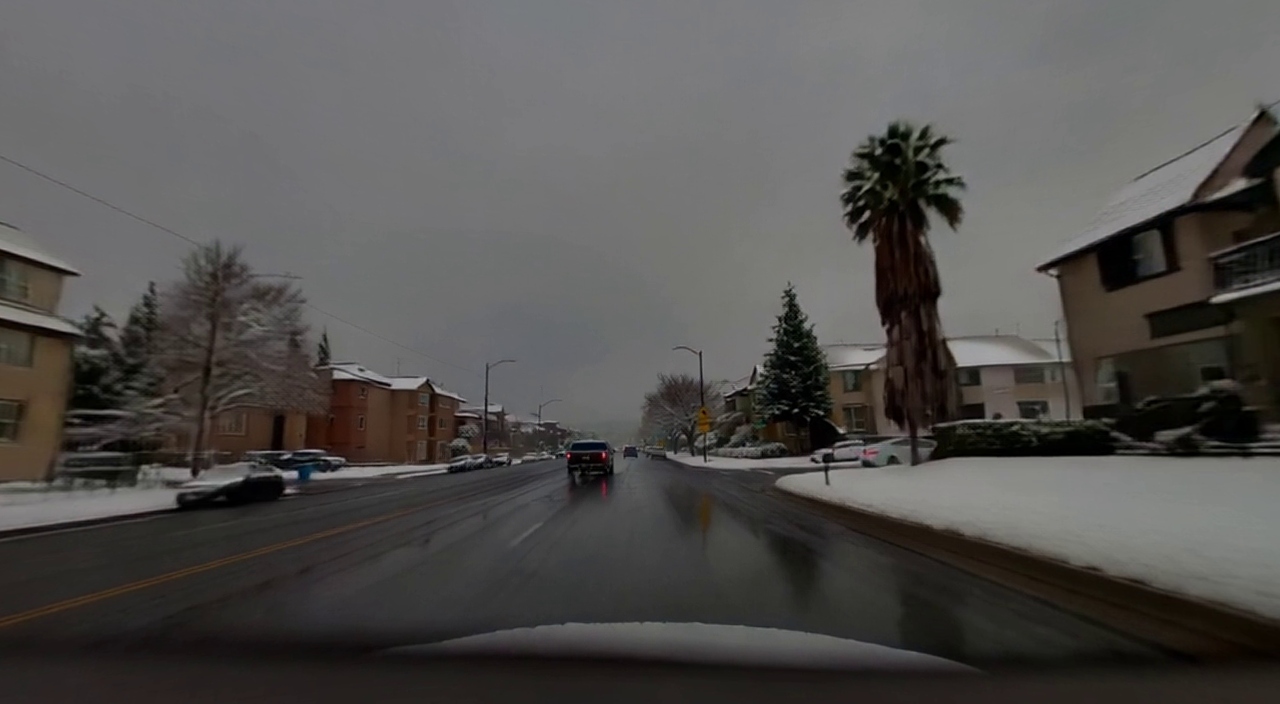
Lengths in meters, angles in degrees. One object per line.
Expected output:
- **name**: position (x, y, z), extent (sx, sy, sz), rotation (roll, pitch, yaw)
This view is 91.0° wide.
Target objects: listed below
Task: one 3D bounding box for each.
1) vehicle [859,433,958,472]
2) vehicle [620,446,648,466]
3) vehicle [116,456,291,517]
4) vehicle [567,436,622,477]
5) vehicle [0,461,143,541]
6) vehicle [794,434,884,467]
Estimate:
- **vehicle**: position (12.485, 4.698, 29.409), extent (3.778, 1.744, 1.804), rotation (1, -9, -5)
- **vehicle**: position (-0.478, 8.146, 49.544), extent (2.077, 1.504, 3.992), rotation (0, -9, 0)
- **vehicle**: position (-14.263, 4.383, 21.116), extent (1.939, 1.512, 5.641), rotation (-4, -8, -1)
- **vehicle**: position (-2.100, 5.028, 30.542), extent (1.994, 1.810, 5.057), rotation (0, -9, 3)
- **vehicle**: position (-14.105, 3.436, 14.873), extent (1.784, 1.499, 3.854), rotation (-2, -8, -4)
- **vehicle**: position (12.467, 6.202, 39.656), extent (4.873, 1.624, 1.924), rotation (-4, -9, -1)
